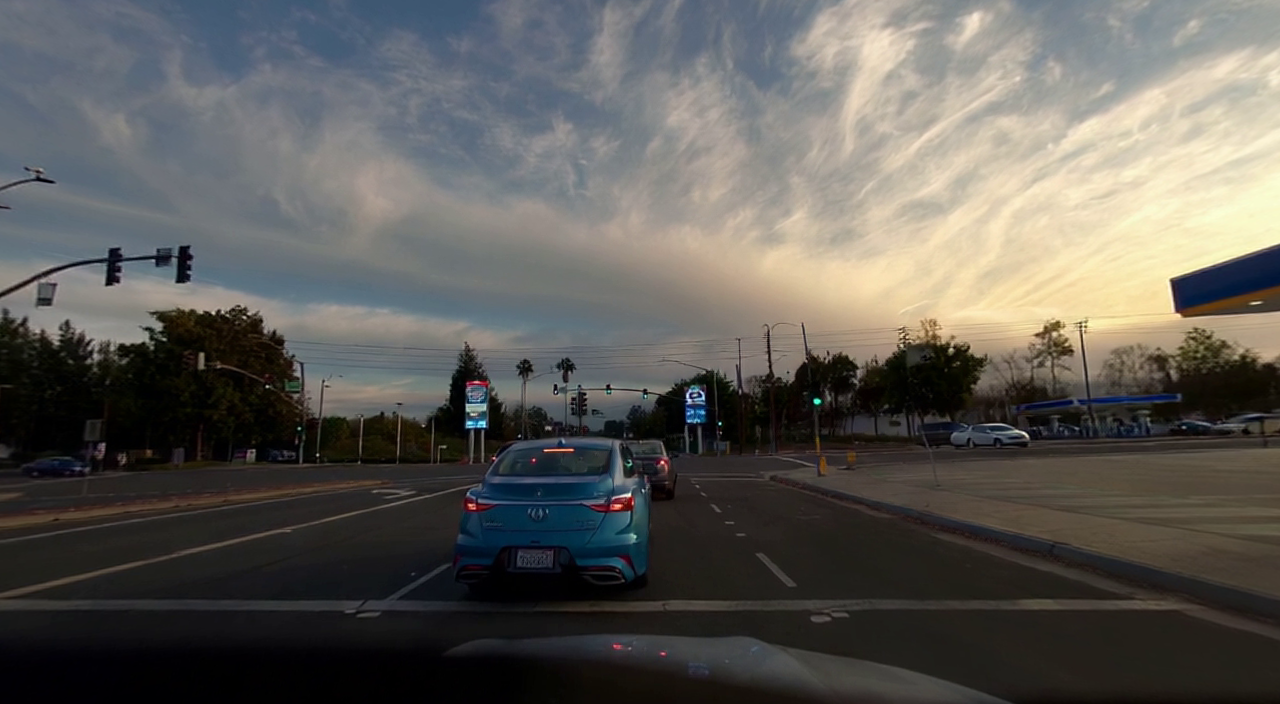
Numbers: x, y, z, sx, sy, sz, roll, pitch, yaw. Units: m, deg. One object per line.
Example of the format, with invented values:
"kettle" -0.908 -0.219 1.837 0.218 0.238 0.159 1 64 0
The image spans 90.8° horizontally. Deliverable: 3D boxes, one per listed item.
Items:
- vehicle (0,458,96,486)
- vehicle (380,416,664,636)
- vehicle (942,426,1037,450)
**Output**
"vehicle" -35.122 6.990 37.079 1.796 1.440 4.802 -1 -8 4
"vehicle" -0.752 1.541 6.709 1.916 1.510 4.447 -1 -8 3
"vehicle" 22.428 5.531 40.639 4.874 1.502 2.048 0 -8 -1
